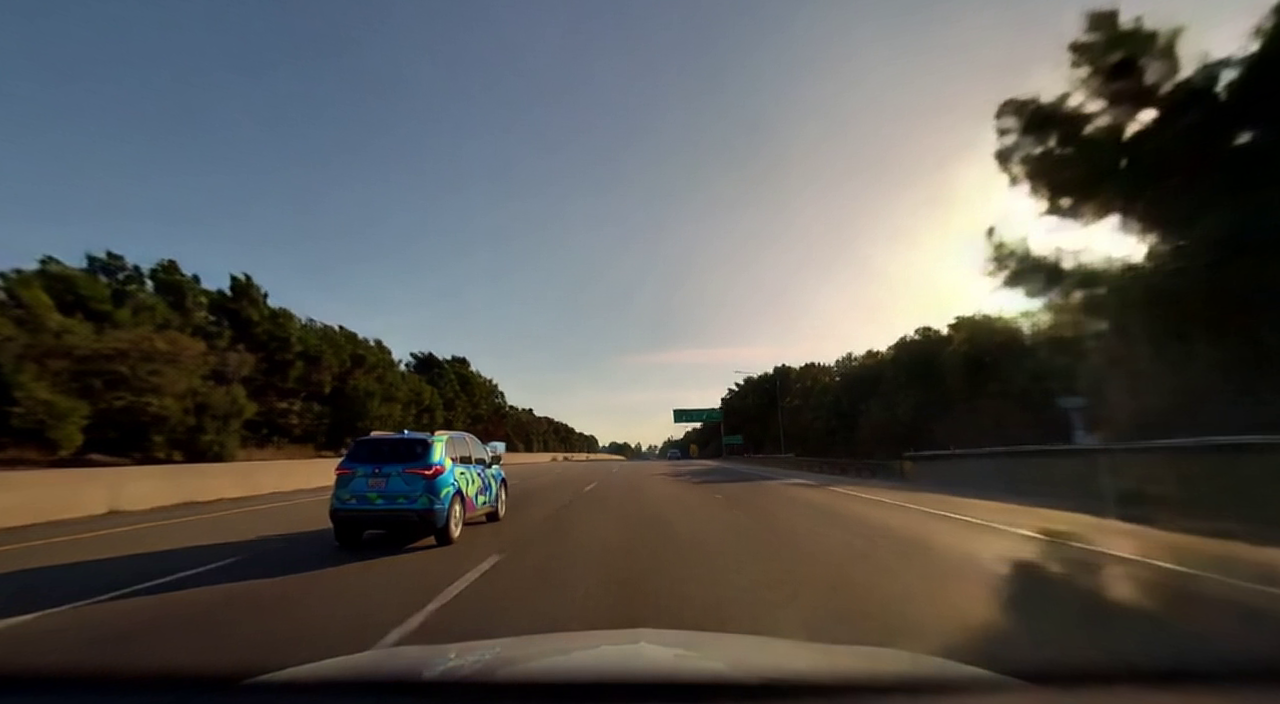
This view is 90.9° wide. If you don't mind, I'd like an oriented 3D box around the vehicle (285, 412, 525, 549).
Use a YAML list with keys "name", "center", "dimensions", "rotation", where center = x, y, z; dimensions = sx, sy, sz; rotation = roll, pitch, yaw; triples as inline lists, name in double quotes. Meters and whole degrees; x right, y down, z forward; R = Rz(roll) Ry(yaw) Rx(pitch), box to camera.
- name: "vehicle"
  center: [-3.576, 2.051, 10.816]
  dimensions: [2.183, 1.803, 4.685]
  rotation: [0, -8, 2]
